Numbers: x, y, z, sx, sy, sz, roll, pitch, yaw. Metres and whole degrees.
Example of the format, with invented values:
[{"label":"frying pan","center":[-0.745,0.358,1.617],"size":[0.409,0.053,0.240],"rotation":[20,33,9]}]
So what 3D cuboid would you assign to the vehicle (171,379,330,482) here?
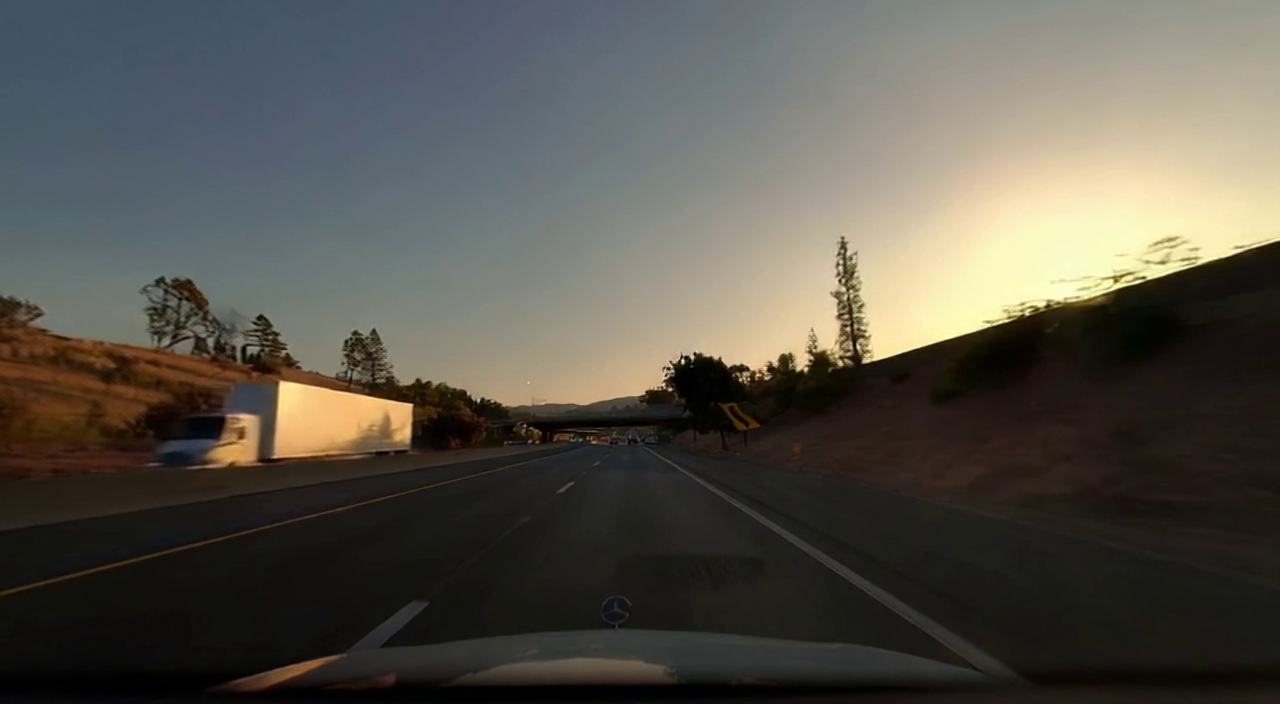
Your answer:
[{"label":"vehicle","center":[-16.511,3.412,27.376],"size":[2.983,3.932,6.093],"rotation":[0,-8,-1]}]
